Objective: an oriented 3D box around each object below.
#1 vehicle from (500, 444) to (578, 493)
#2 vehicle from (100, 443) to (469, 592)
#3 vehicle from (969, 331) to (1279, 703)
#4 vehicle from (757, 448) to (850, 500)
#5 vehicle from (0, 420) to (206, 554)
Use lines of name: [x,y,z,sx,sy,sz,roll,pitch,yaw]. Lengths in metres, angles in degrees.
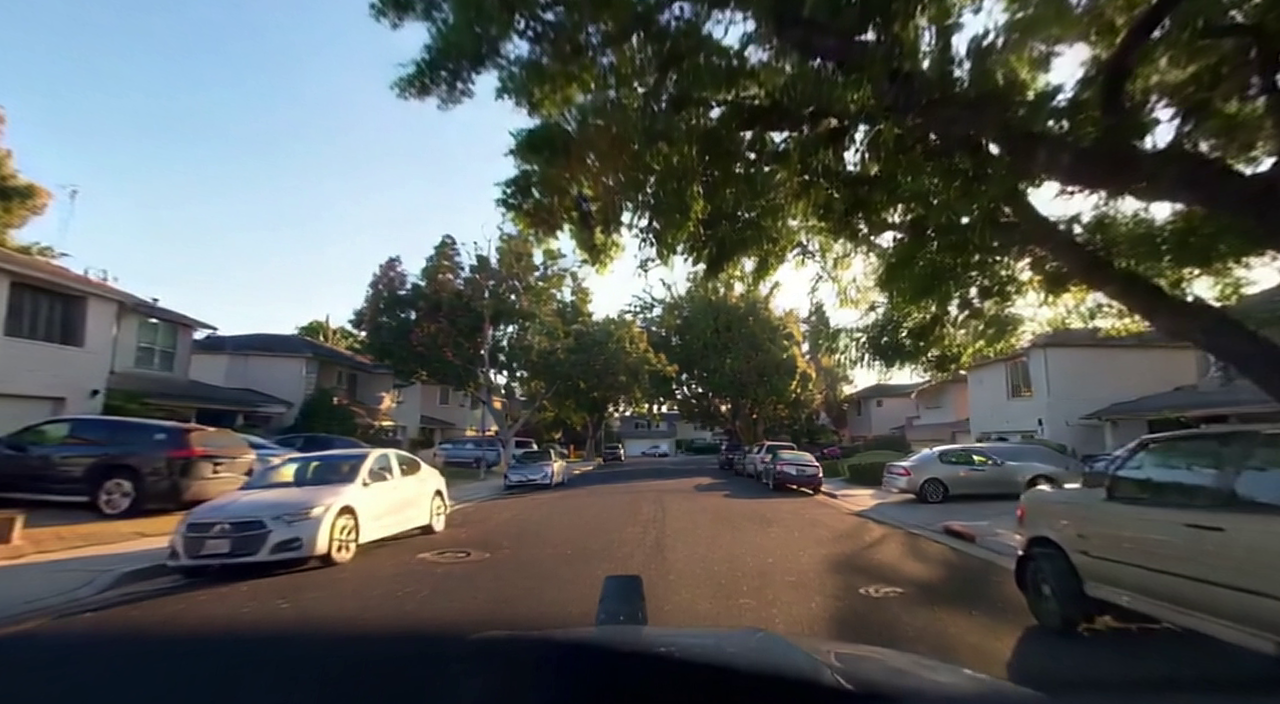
vehicle: [-3.591,4.205,23.214,1.943,1.602,4.172,-1,-8,3]
vehicle: [-4.238,2.004,8.732,2.189,1.421,4.659,-1,-8,4]
vehicle: [3.978,0.920,3.318,2.075,1.882,4.749,0,-8,2]
vehicle: [5.273,3.986,21.129,2.042,1.456,4.903,-1,-8,3]
vehicle: [-8.837,1.737,8.469,4.642,1.516,1.995,-1,-9,5]
